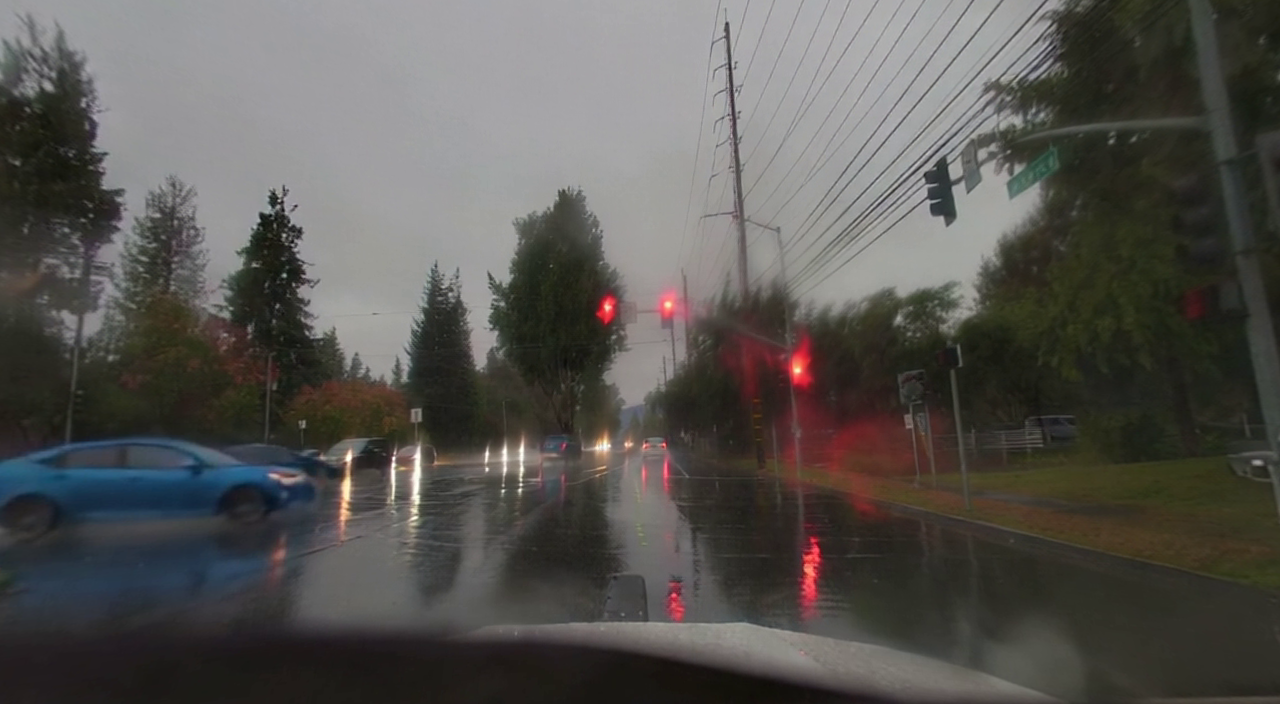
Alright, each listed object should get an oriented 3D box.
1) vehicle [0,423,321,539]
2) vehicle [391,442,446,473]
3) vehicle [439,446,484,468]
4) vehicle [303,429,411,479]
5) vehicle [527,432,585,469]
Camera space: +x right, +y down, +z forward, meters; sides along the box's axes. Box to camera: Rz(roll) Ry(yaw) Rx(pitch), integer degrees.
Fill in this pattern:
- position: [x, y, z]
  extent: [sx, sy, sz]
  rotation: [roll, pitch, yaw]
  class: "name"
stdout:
- position: [-8.344, 2.146, 11.000]
  extent: [4.607, 1.666, 2.051]
  rotation: [5, -10, -32]
  class: "vehicle"
- position: [-13.210, 6.304, 37.635]
  extent: [1.772, 1.647, 4.221]
  rotation: [-4, -9, 0]
  class: "vehicle"
- position: [-12.678, 7.471, 44.908]
  extent: [1.841, 1.477, 4.485]
  rotation: [-1, -8, 1]
  class: "vehicle"
- position: [-13.105, 4.768, 29.629]
  extent: [2.350, 2.104, 5.828]
  rotation: [0, -8, 1]
  class: "vehicle"
- position: [-4.728, 5.623, 36.095]
  extent: [2.175, 1.957, 4.686]
  rotation: [-1, -9, 7]
  class: "vehicle"
